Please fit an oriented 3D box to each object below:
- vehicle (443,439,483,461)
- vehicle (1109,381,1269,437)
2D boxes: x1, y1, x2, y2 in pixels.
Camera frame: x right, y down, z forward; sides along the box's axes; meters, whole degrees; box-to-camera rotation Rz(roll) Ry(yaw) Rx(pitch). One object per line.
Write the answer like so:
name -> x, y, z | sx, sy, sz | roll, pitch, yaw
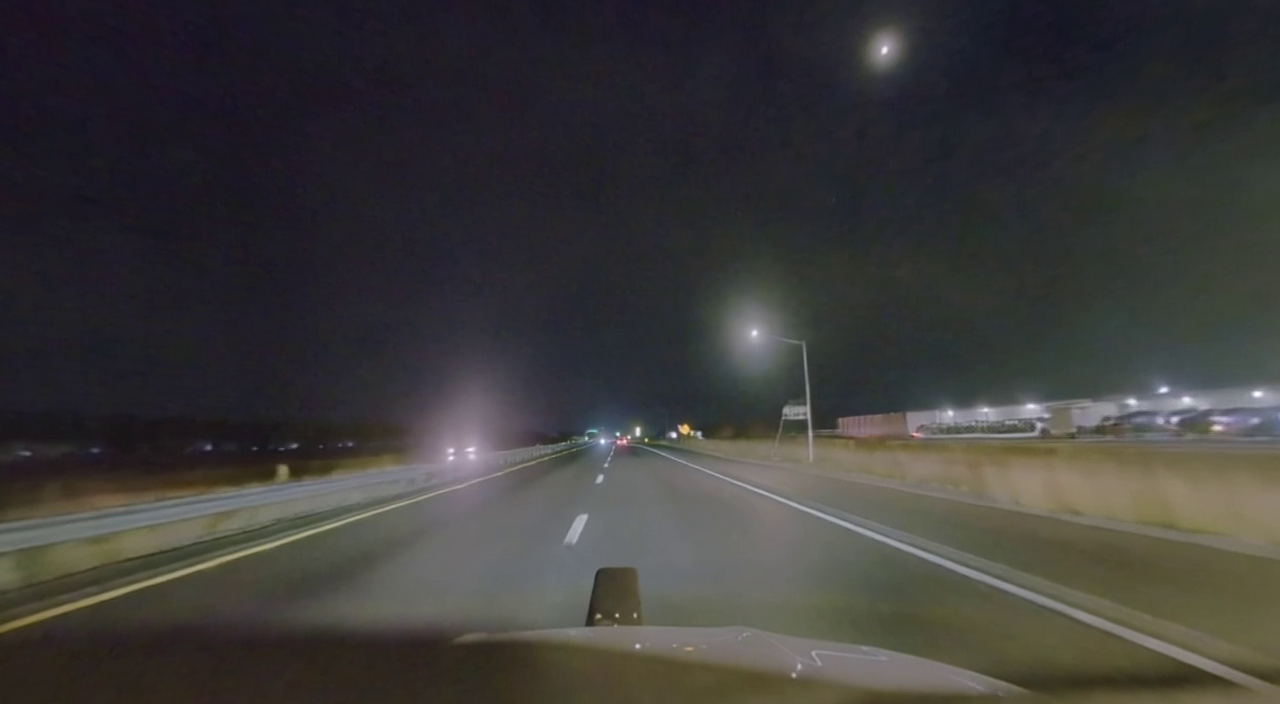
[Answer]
vehicle -> -12.881, 7.110, 45.976 | 1.865, 1.508, 3.921 | 0, -8, 0
vehicle -> 42.783, 4.780, 49.852 | 2.777, 3.872, 11.870 | -1, -8, 5
